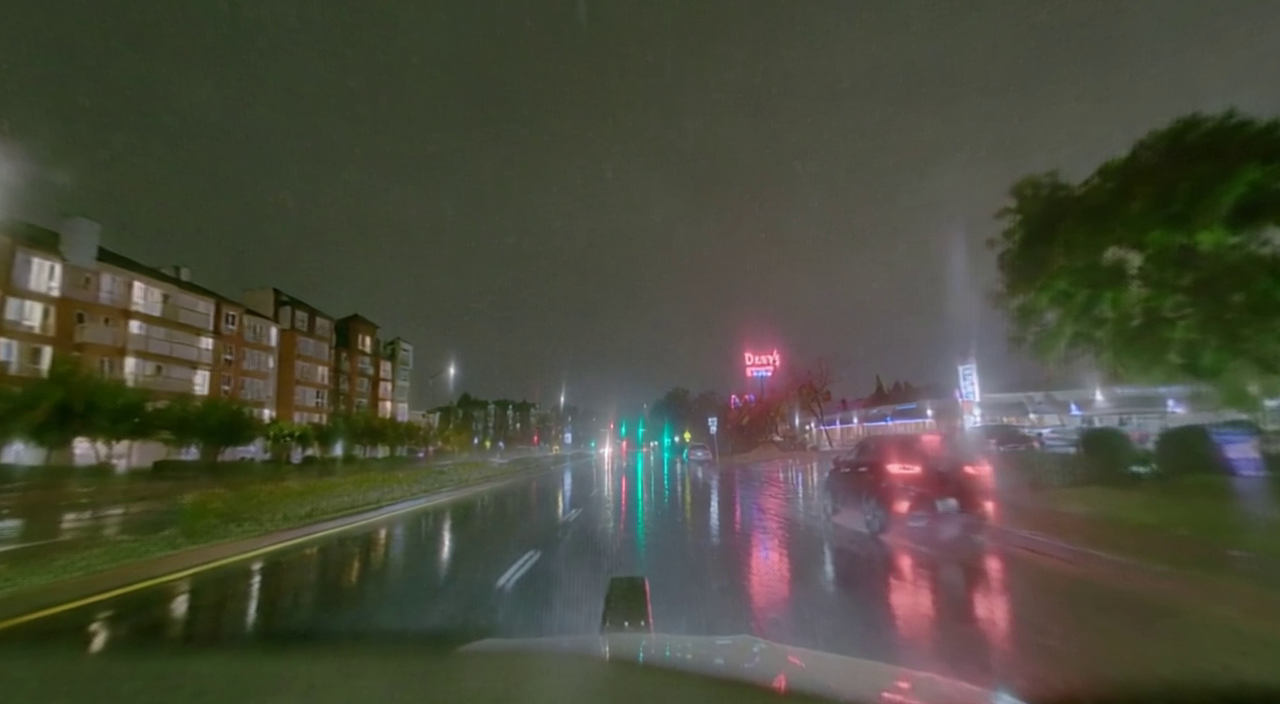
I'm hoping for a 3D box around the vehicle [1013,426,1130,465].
[{"bbox_3d":[17.767,3.890,26.222,1.953,1.488,4.129,0,-8,1],"label":"vehicle"}]

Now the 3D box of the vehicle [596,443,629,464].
[{"bbox_3d":[-2.069,7.812,48.635,2.176,1.543,4.335,0,-8,2],"label":"vehicle"}]

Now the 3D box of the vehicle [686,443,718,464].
[{"bbox_3d":[4.853,7.980,49.738,2.085,1.509,5.134,0,-8,1],"label":"vehicle"}]

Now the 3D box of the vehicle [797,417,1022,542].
[{"bbox_3d":[4.408,2.159,11.320,2.067,1.755,4.616,0,-8,1],"label":"vehicle"}]

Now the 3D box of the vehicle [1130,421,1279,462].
[{"bbox_3d":[23.088,3.702,26.044,1.940,1.510,4.595,0,-8,0],"label":"vehicle"}]
